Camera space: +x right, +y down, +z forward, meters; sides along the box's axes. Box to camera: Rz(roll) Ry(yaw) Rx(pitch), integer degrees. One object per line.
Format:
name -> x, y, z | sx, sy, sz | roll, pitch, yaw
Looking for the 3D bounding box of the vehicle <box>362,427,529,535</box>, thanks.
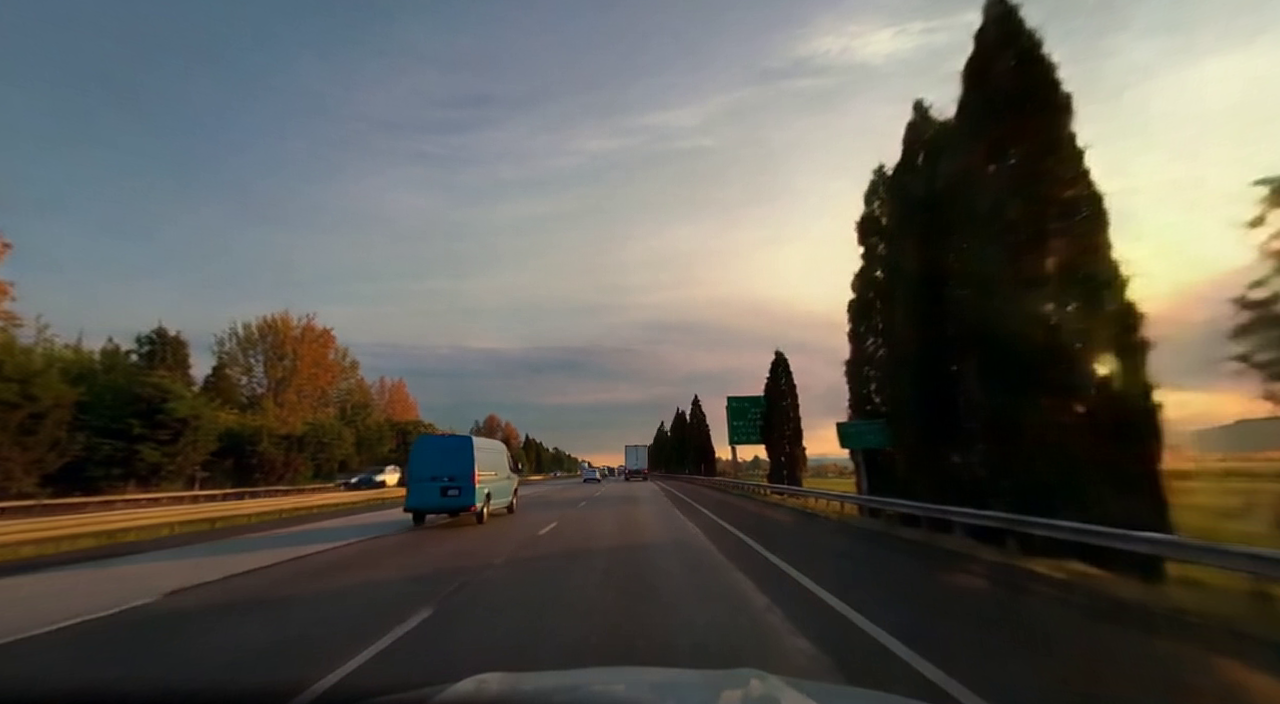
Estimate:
vehicle -> -4.066, 2.856, 14.254 | 2.208, 1.973, 4.716 | 0, -10, 0
